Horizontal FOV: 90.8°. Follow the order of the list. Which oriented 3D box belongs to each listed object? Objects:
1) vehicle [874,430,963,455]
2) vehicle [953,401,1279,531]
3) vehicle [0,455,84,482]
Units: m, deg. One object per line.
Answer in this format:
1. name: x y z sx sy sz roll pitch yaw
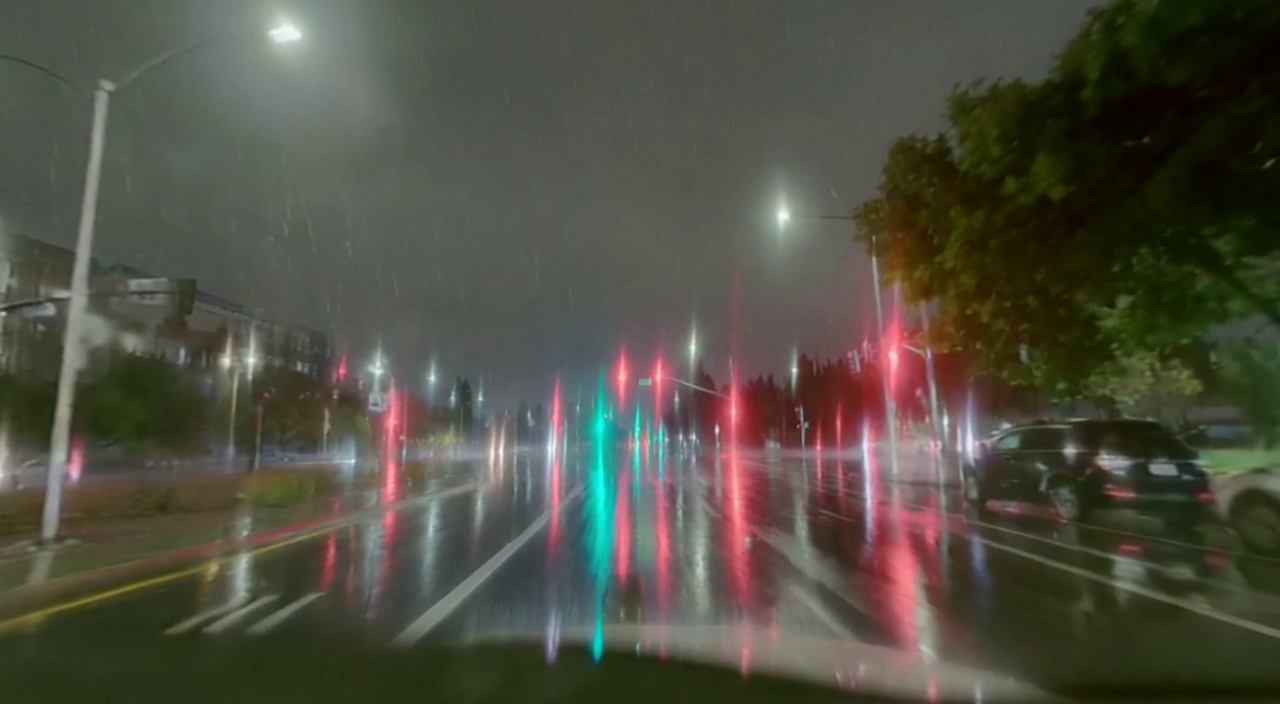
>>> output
1. vehicle: 18.099 5.905 41.195 4.916 1.504 1.846 0 -9 -1
2. vehicle: 8.078 1.982 11.499 2.100 1.828 4.879 0 -9 -2
3. vehicle: -35.384 6.685 36.457 4.721 1.464 1.868 0 -9 -2
